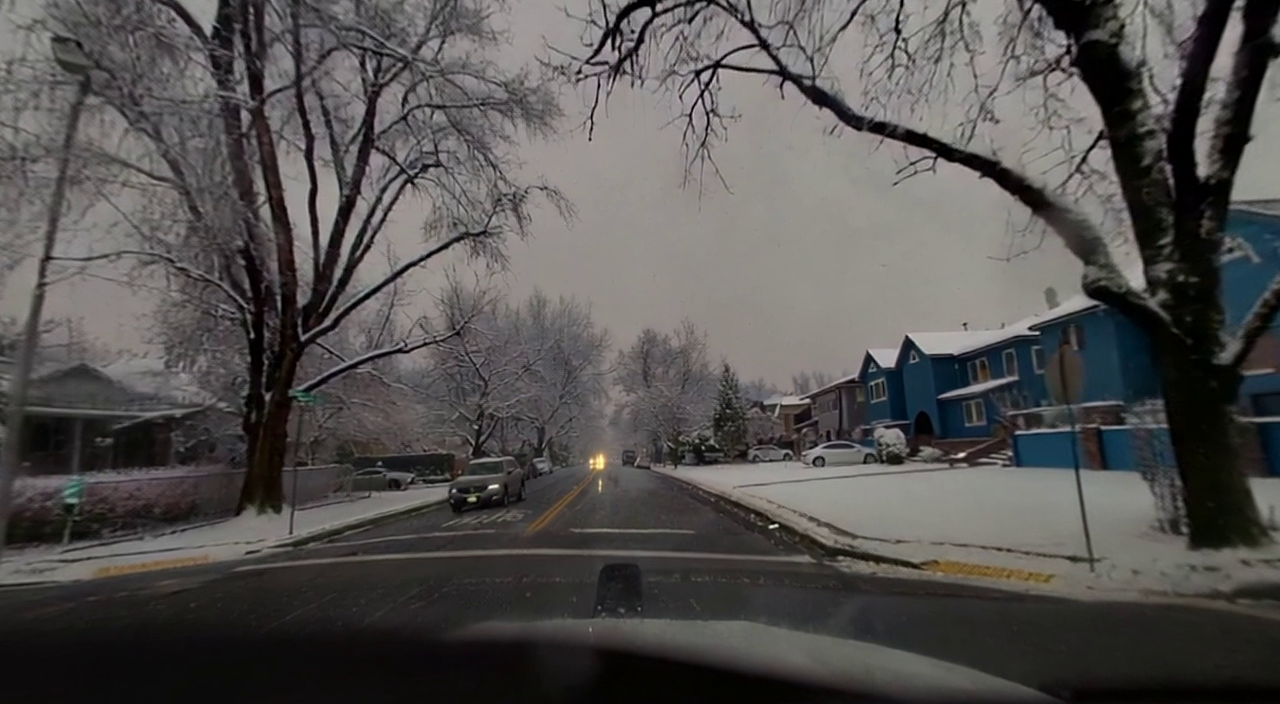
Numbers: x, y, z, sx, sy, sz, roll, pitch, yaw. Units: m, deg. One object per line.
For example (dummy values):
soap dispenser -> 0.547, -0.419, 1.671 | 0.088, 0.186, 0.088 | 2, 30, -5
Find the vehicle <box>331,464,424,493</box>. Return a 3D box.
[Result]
vehicle -> -14.886, 7.164, 35.923 | 4.487, 1.464, 1.889 | -1, -9, 9

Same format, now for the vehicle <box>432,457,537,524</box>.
vehicle -> -4.426, 3.986, 18.728 | 1.973, 1.683, 4.400 | 0, -9, 0

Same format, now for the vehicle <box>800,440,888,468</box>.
vehicle -> 11.509, 5.780, 35.927 | 4.389, 1.480, 2.038 | -2, -6, 8
